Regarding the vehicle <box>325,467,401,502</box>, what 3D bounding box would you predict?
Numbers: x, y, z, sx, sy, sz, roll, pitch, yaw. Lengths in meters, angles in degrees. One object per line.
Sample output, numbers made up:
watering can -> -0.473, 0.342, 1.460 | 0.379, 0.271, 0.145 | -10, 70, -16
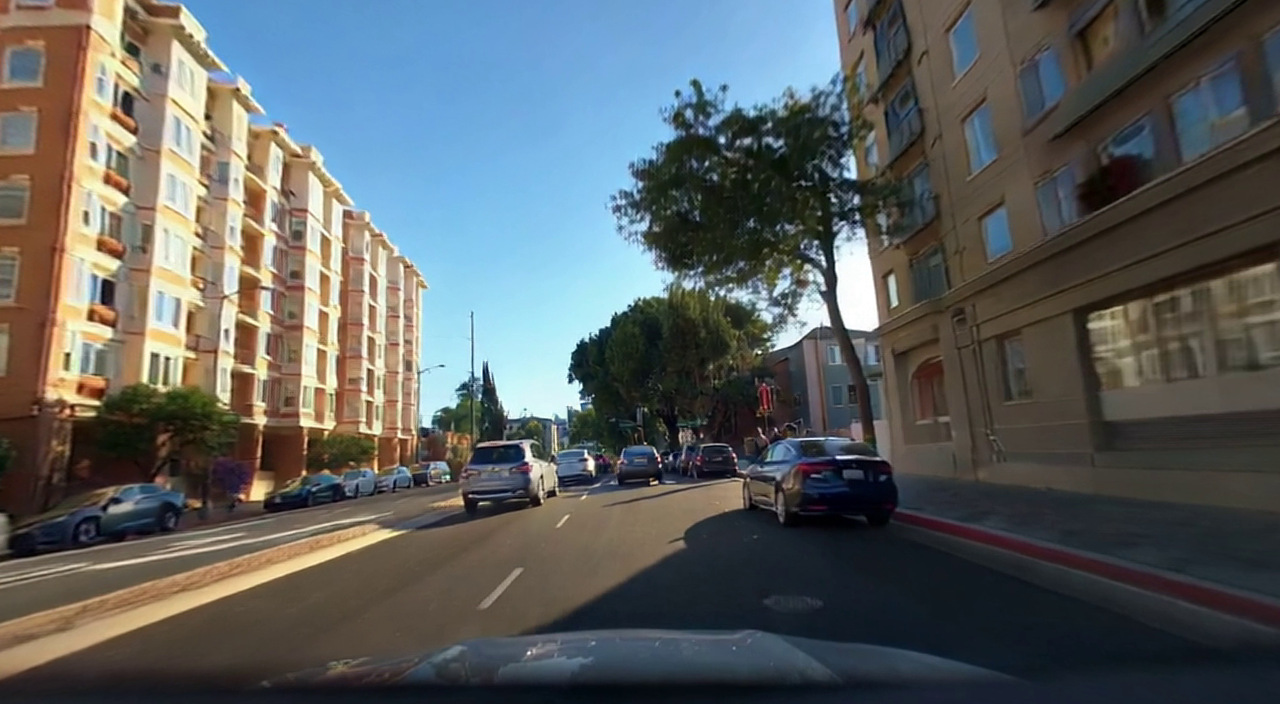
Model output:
vehicle -> -13.803, 6.603, 31.768 | 1.752, 1.479, 4.575 | 0, -8, 0

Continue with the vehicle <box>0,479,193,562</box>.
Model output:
vehicle -> -13.837, 4.168, 16.175 | 1.839, 1.594, 4.055 | 0, -8, -1

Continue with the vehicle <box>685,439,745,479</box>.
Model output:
vehicle -> 2.977, 4.370, 26.044 | 1.933, 1.501, 4.349 | 0, -8, 0

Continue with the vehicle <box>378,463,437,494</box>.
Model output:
vehicle -> -13.892, 7.598, 38.014 | 1.835, 1.476, 4.532 | -7, -11, -2

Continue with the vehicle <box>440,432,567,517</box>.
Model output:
vehicle -> -3.046, 2.834, 15.146 | 2.065, 1.705, 4.353 | 0, -8, 0

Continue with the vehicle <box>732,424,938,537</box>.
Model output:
vehicle -> 3.030, 2.116, 11.107 | 2.077, 1.532, 4.694 | 0, -8, -1

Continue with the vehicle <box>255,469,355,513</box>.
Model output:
vehicle -> -13.937, 5.781, 26.597 | 1.844, 1.499, 4.421 | 0, -8, -1

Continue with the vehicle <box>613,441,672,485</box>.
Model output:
vehicle -> 0.076, 4.130, 23.785 | 2.026, 1.496, 3.701 | 0, -8, 0
